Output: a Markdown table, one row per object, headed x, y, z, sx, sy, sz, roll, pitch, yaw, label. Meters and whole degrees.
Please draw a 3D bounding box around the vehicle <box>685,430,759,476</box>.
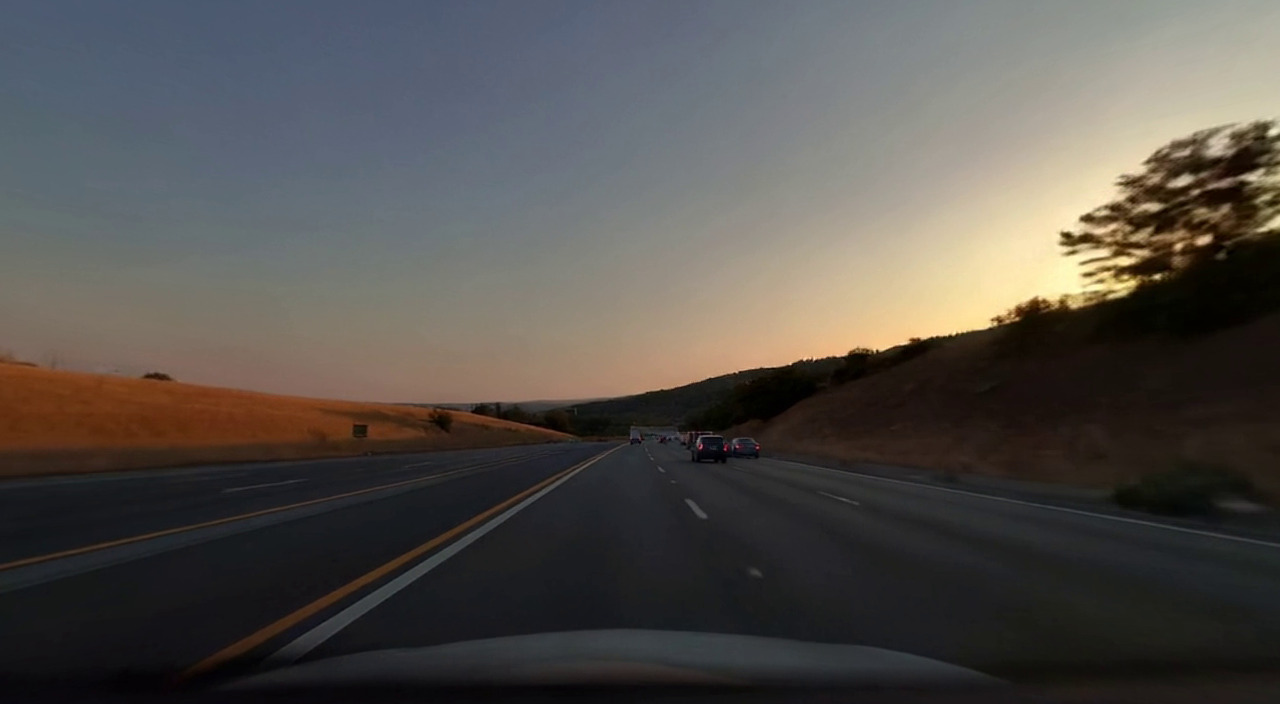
| x | y | z | sx | sy | sz | roll | pitch | yaw | label |
| --- | --- | --- | --- | --- | --- | --- | --- | --- | --- |
| 2.962 | 3.754 | 23.734 | 2.084 | 1.583 | 4.420 | 0 | -8 | -1 | vehicle |
